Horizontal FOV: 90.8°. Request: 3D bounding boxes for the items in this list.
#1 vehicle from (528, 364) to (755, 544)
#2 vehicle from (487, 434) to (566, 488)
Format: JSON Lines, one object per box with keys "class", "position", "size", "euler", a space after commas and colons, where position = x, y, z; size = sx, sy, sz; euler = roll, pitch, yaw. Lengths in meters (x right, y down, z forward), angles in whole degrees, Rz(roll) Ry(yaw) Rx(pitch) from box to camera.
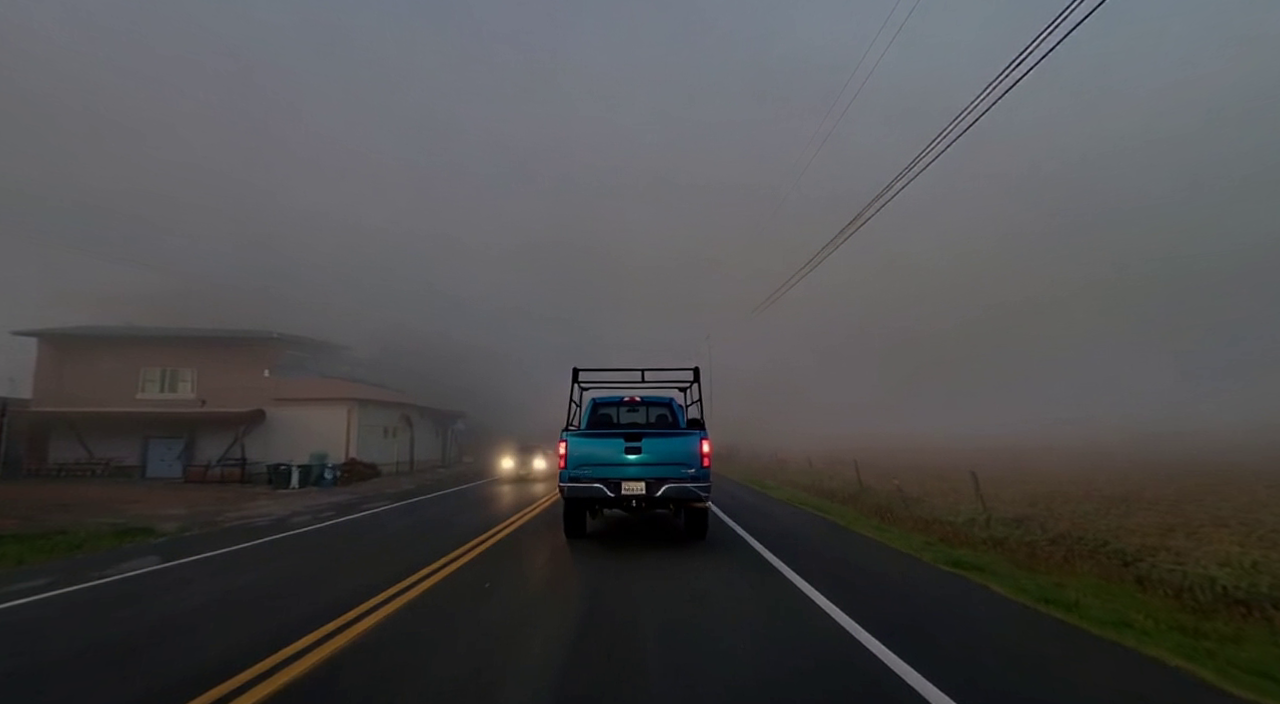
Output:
{"class": "vehicle", "position": [-0.072, 1.851, 11.891], "size": [2.912, 2.320, 7.292], "euler": [0, -8, -1]}
{"class": "vehicle", "position": [-3.952, 3.884, 22.766], "size": [2.051, 1.735, 4.259], "euler": [0, -8, 0]}
